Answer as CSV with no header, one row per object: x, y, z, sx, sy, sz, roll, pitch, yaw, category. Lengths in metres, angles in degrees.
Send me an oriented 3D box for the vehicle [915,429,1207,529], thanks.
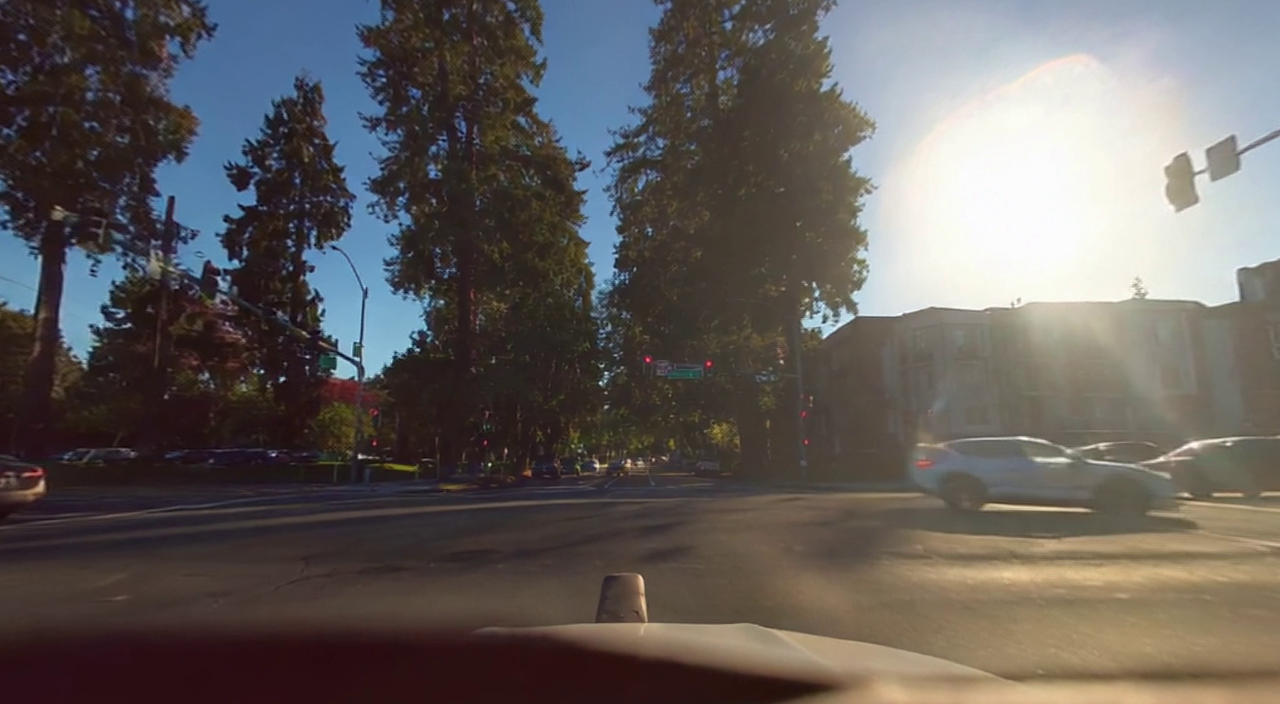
8.672,2.543,13.431,4.728,1.740,2.162,-6,-10,36,vehicle
